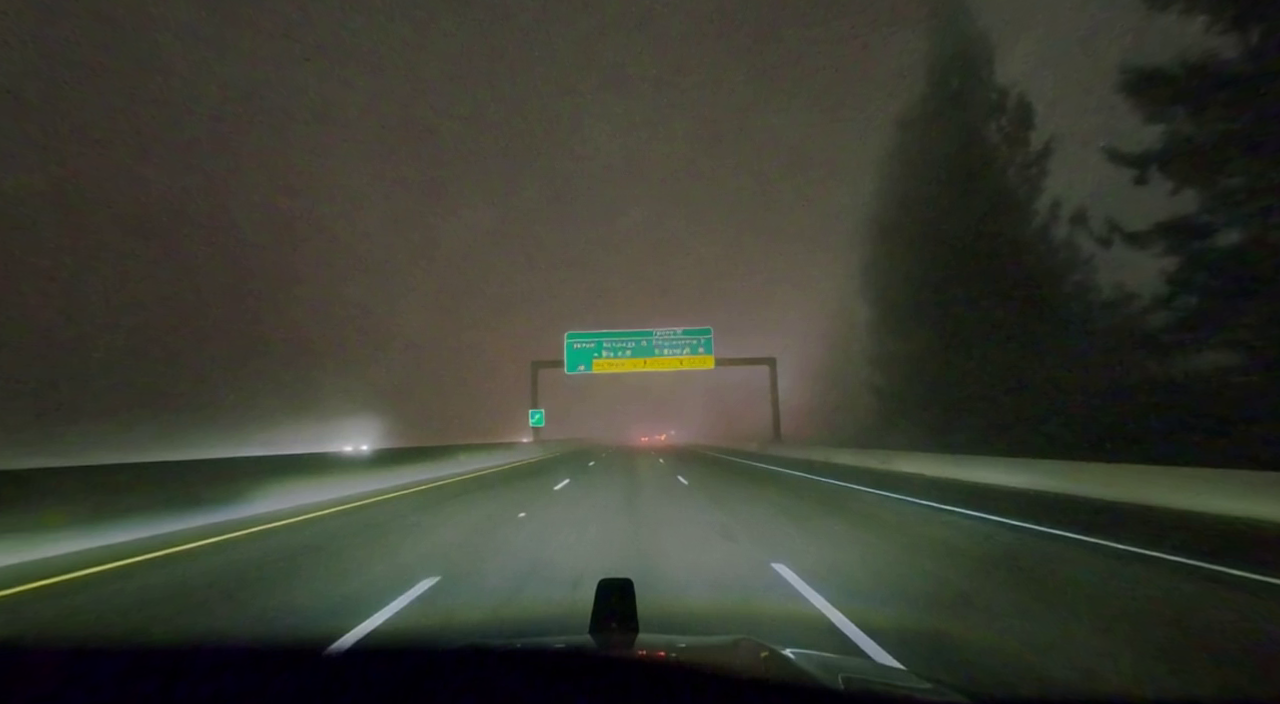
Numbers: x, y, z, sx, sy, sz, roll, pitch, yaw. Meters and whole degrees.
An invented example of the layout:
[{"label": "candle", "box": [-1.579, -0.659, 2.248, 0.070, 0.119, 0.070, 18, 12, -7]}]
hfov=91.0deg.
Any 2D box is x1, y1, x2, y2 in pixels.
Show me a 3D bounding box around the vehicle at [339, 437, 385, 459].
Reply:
[{"label": "vehicle", "box": [-20.156, 6.966, 45.771, 1.755, 1.460, 3.712, 0, -8, -1]}]
